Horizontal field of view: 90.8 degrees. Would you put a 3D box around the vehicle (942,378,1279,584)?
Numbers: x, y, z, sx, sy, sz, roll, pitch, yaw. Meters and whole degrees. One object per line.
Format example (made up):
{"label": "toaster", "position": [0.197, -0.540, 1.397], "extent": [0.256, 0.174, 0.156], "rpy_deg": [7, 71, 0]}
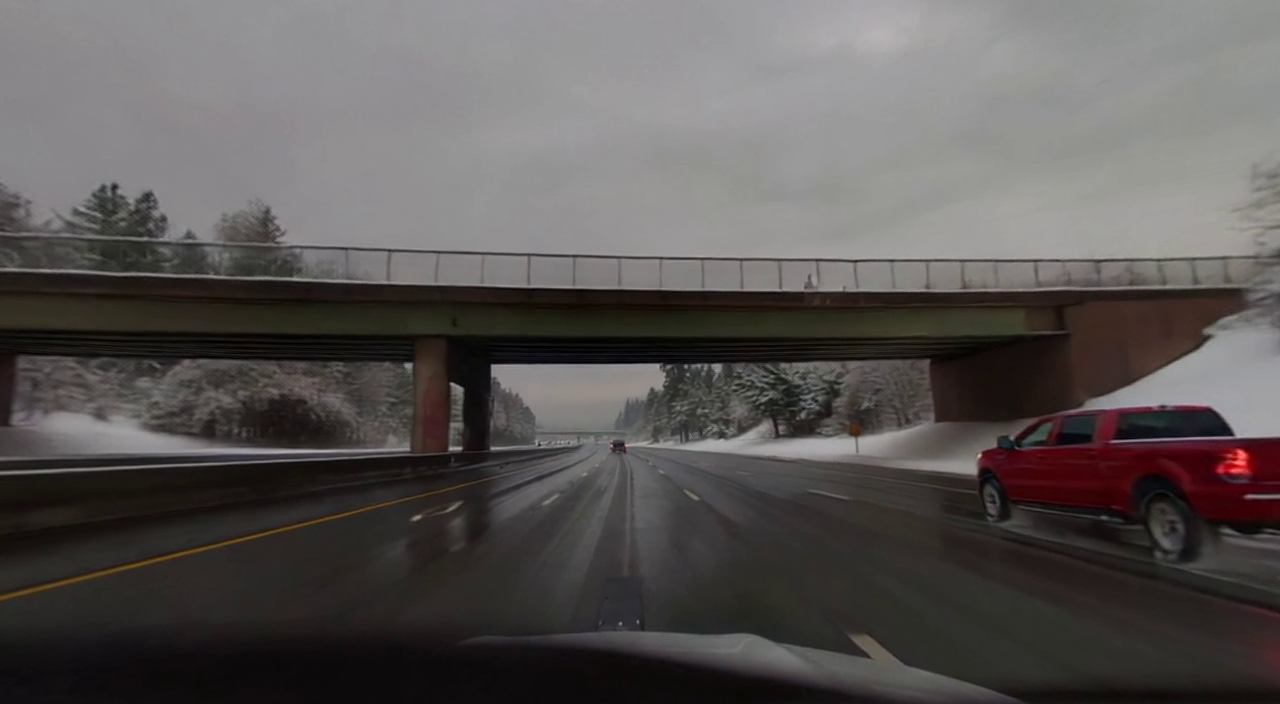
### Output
{"label": "vehicle", "position": [6.808, 1.564, 8.429], "extent": [2.395, 1.819, 6.086], "rpy_deg": [0, -9, -2]}
